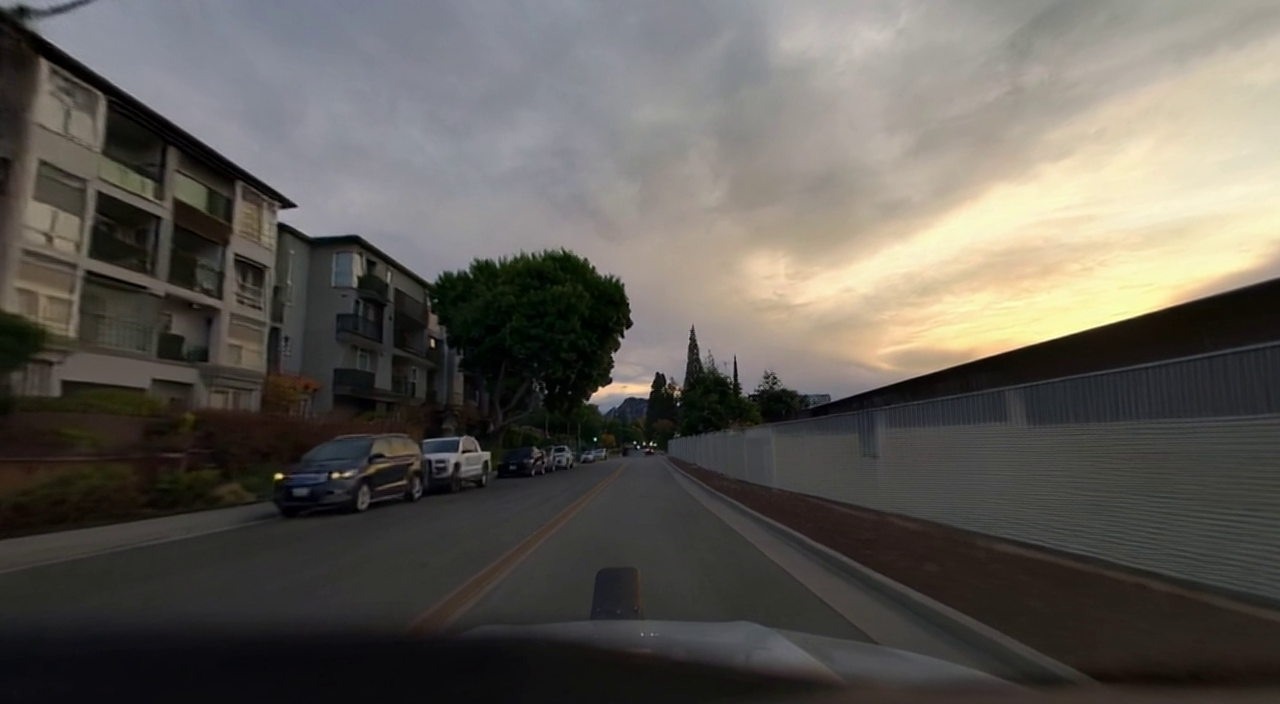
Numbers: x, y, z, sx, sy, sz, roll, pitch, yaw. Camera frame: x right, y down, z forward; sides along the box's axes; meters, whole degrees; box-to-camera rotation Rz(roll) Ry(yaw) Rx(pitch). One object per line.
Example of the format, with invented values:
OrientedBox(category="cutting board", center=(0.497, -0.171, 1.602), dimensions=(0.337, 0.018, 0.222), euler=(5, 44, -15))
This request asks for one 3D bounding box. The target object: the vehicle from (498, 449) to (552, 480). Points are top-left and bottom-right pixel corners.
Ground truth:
OrientedBox(category="vehicle", center=(-6.194, 6.089, 34.438), dimensions=(1.914, 1.417, 4.750), euler=(2, -8, 1))

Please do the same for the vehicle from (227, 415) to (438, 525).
OrientedBox(category="vehicle", center=(-6.548, 2.577, 14.330), dimensions=(2.192, 1.965, 4.917), euler=(2, -9, 1))
